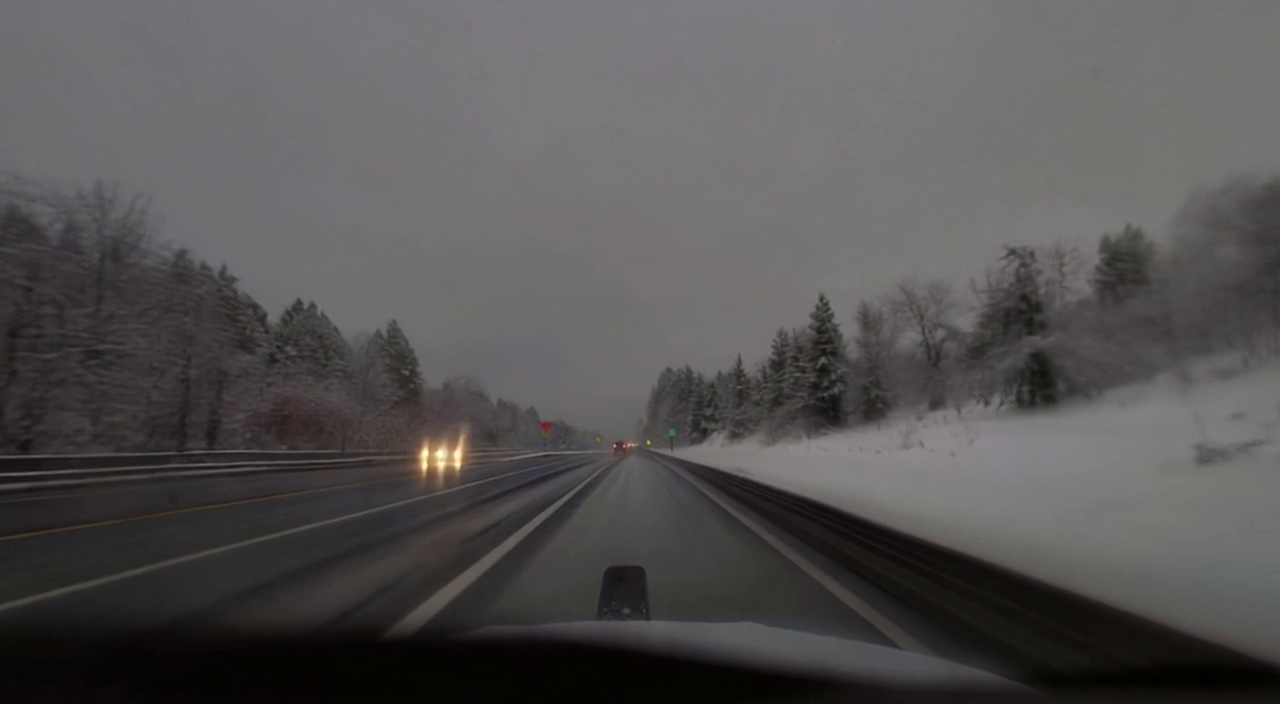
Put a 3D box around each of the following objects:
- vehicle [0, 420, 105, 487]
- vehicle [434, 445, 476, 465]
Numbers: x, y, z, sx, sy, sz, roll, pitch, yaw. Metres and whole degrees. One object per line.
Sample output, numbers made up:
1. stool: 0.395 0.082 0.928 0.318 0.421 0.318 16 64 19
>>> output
1. vehicle: -39.728 6.540 41.326 3.010 3.986 7.202 0 -8 -5
2. vehicle: -14.549 8.124 49.806 1.907 1.487 4.725 0 -8 0
